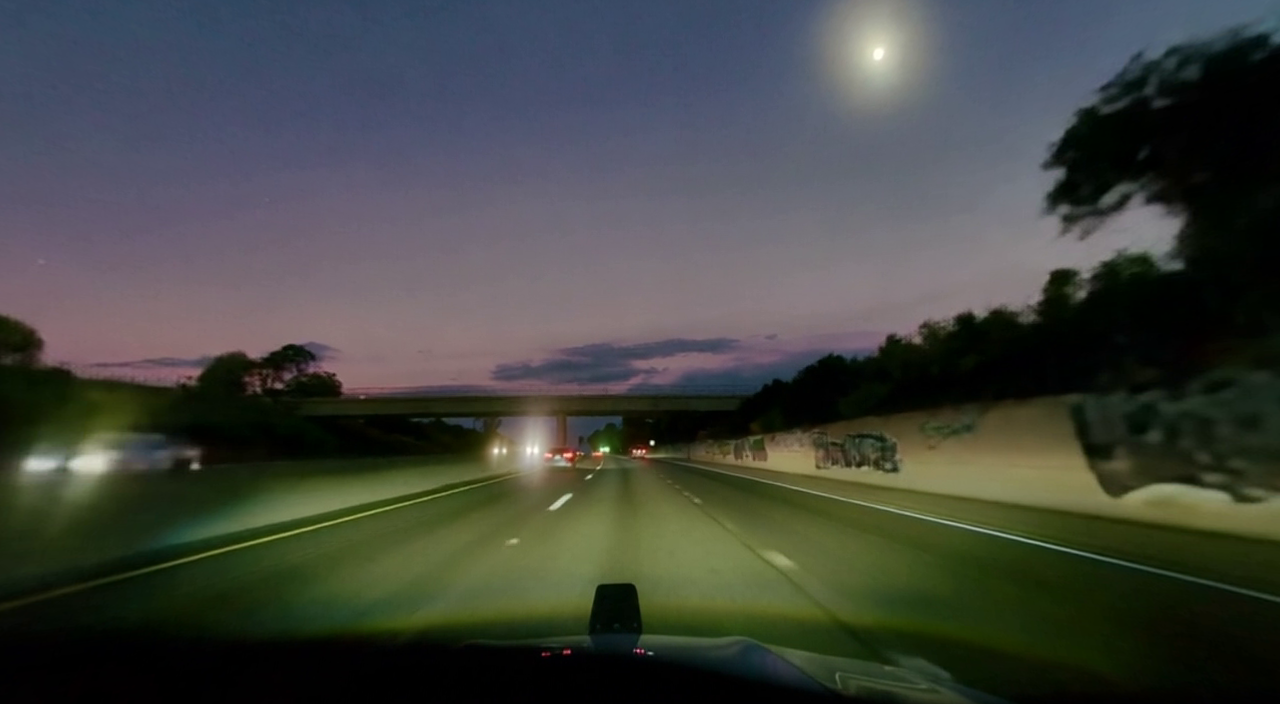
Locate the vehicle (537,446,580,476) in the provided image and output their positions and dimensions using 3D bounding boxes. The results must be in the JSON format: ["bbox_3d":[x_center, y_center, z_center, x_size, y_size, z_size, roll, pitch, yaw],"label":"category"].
[{"bbox_3d":[-4.323,5.838,33.853,1.871,1.459,3.771,0,-9,-2],"label":"vehicle"}]
